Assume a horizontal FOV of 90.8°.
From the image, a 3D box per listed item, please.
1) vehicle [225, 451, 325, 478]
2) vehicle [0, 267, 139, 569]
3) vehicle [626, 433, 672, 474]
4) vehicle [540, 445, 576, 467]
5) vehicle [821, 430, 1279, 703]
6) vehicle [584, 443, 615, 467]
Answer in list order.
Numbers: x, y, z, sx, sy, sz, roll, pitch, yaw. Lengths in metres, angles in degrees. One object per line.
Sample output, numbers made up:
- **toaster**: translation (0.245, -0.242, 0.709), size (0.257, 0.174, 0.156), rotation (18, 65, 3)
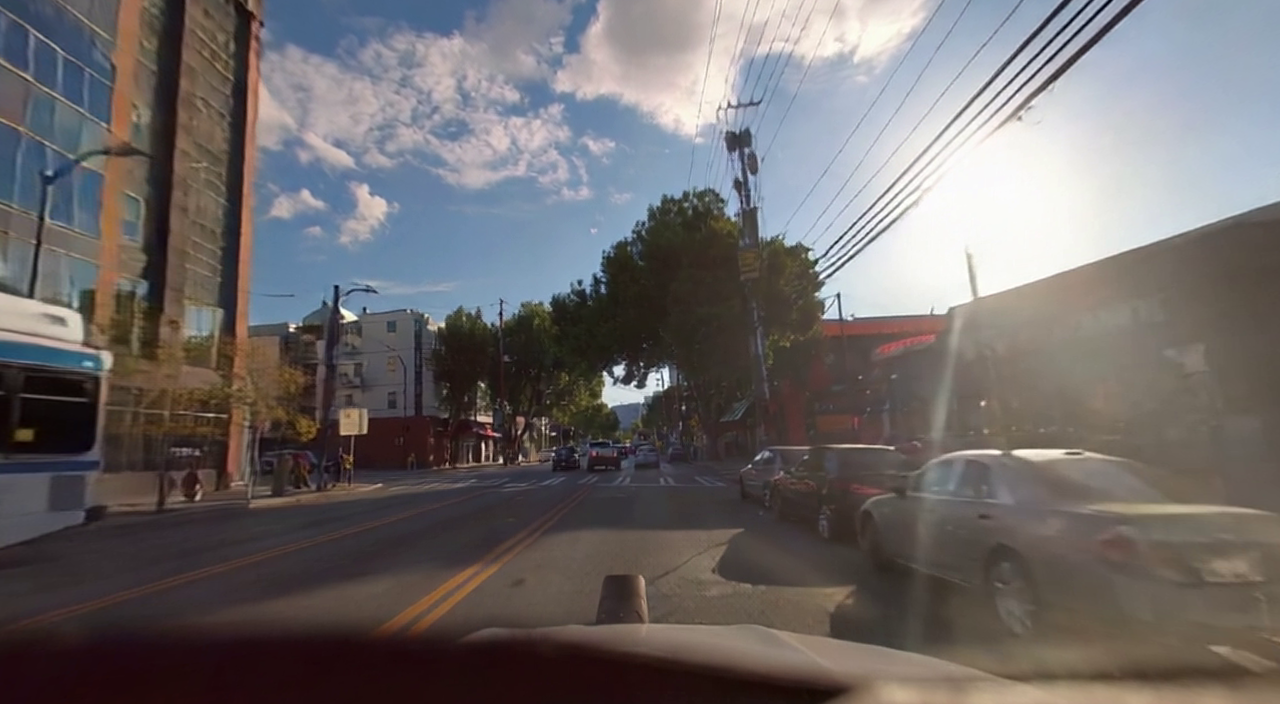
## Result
- **vehicle**: translation (-20.875, 6.460, 36.259), size (4.477, 1.439, 1.966), rotation (-1, -8, 2)
- **vehicle**: translation (-9.391, 0.124, 3.025), size (3.022, 3.627, 13.129), rotation (-1, -9, 1)
- **vehicle**: translation (0.484, 5.064, 31.721), size (2.127, 1.893, 4.194), rotation (-1, -8, 2)
- **vehicle**: translation (-6.188, 7.849, 47.977), size (2.089, 1.578, 4.571), rotation (0, -8, 0)
- **vehicle**: translation (3.325, 1.517, 5.793), size (2.018, 1.474, 4.524), rotation (0, -8, 1)
- **vehicle**: translation (-2.823, 7.326, 45.189), size (2.026, 1.616, 4.109), rotation (1, -8, -1)
